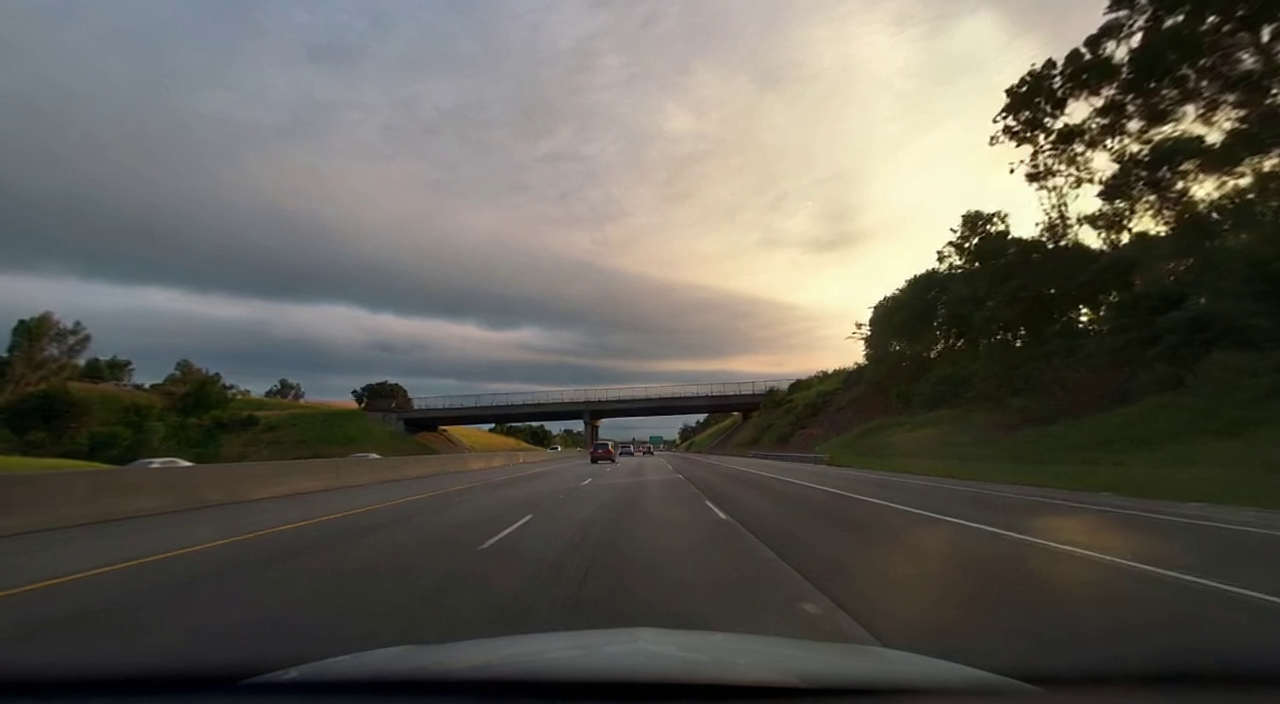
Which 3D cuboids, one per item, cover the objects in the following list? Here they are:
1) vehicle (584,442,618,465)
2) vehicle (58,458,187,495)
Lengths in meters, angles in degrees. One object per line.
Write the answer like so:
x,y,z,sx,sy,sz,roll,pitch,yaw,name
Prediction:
-3.009,7.900,49.216,2.212,1.676,4.804,0,-9,2,vehicle
-25.217,6.033,30.973,2.162,1.571,4.494,-2,-9,8,vehicle
